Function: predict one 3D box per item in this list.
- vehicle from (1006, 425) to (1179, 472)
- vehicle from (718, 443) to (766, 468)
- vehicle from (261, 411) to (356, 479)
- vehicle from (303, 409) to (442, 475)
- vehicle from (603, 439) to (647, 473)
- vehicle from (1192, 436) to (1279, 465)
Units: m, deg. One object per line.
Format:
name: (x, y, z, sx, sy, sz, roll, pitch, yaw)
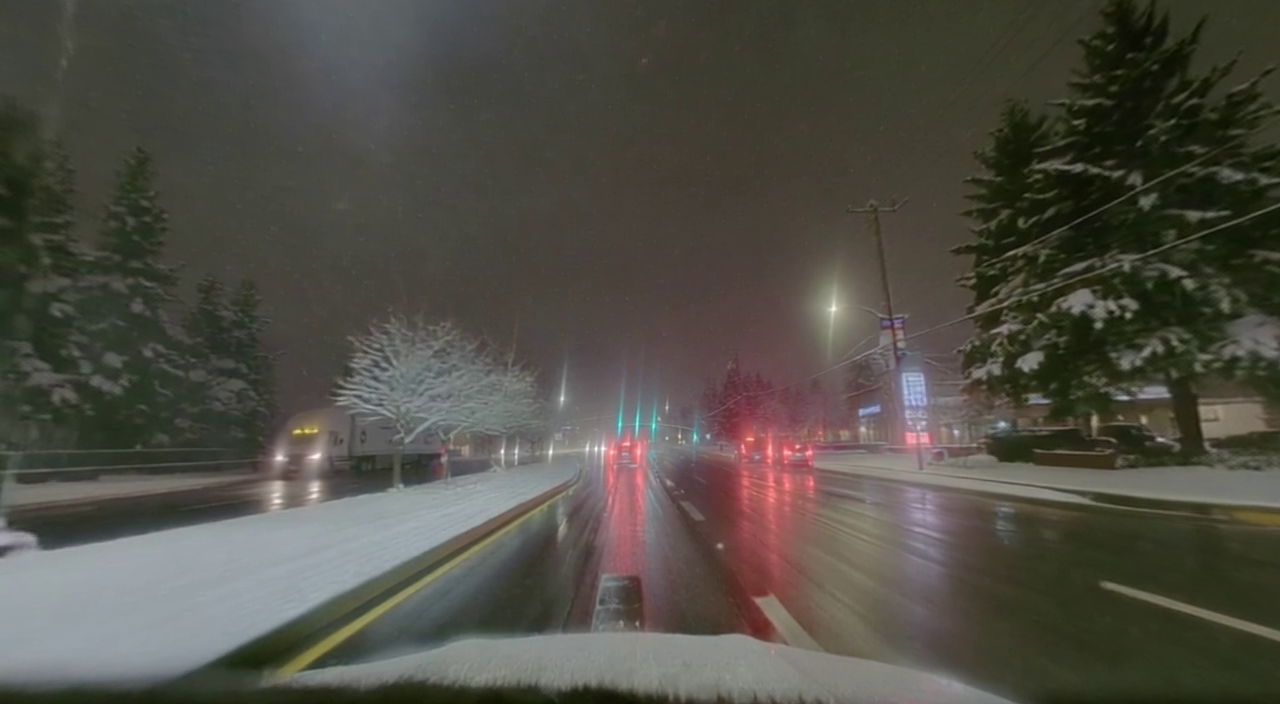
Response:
vehicle: (20.157, 4.321, 28.376, 5.909, 1.970, 2.365, 0, -8, 0)
vehicle: (6.463, 6.600, 40.536, 2.075, 1.475, 4.571, 0, -8, -3)
vehicle: (-19.622, 5.548, 37.733, 2.986, 3.786, 4.453, 0, -8, 1)
vehicle: (-19.490, 6.895, 48.239, 3.133, 4.167, 16.699, 0, -8, 1)
vehicle: (-0.827, 5.160, 31.607, 2.072, 1.545, 4.578, 0, -8, -3)
vehicle: (32.879, 5.300, 34.239, 1.804, 1.461, 4.611, 0, -8, 1)
